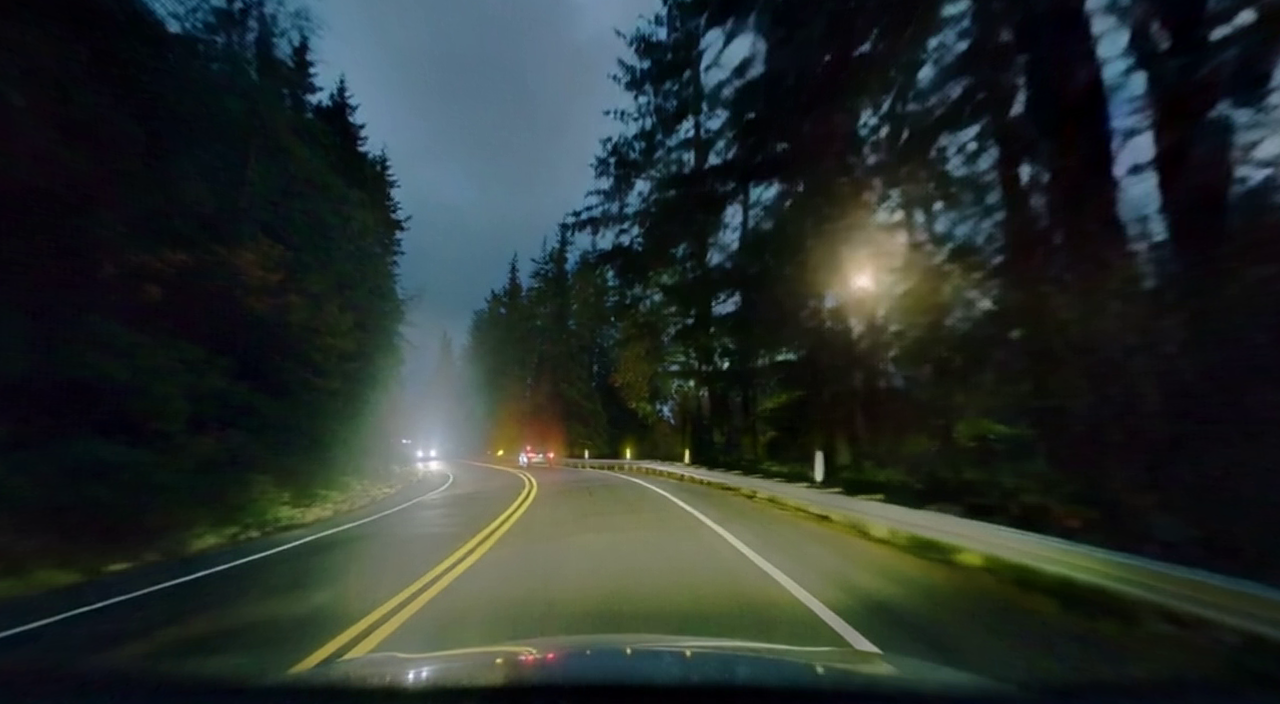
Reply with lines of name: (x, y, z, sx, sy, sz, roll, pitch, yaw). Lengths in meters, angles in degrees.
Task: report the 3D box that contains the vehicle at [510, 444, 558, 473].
vehicle: (-6.176, 6.104, 36.404, 2.120, 1.491, 4.349, 3, -9, -17)
